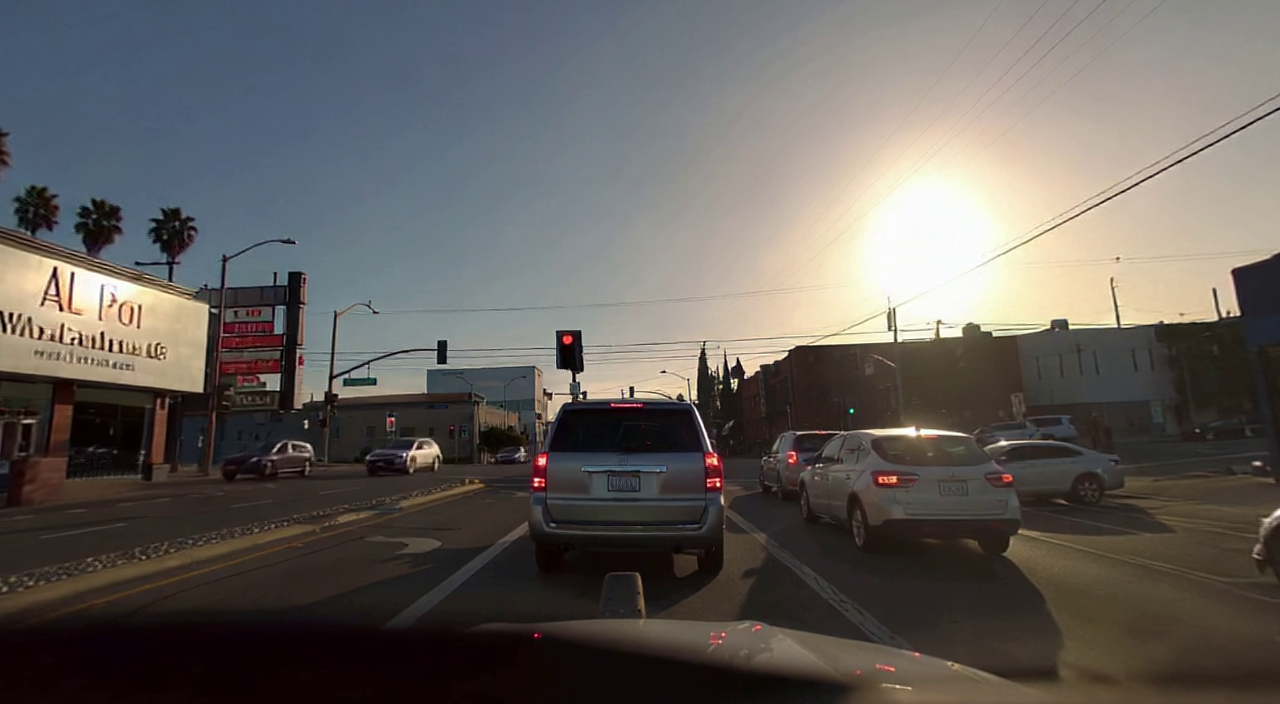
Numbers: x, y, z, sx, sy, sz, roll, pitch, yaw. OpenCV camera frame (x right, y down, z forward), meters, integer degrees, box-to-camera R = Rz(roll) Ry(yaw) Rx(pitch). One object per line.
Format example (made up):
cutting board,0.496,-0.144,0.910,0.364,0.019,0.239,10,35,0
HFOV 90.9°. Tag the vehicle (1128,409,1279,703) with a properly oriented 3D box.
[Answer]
vehicle,3.367,0.733,0.811,1.884,1.484,4.609,0,-8,2

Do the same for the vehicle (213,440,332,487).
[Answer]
vehicle,-14.964,4.541,26.078,2.102,1.737,4.570,0,-8,1

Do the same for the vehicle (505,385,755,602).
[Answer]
vehicle,-0.002,1.537,7.682,2.154,1.861,4.280,0,-8,3

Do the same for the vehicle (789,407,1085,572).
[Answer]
vehicle,3.623,1.759,8.830,2.036,1.719,4.318,0,-8,0

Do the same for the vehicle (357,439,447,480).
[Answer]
vehicle,-11.575,5.264,31.163,2.224,1.840,5.290,0,-8,2
